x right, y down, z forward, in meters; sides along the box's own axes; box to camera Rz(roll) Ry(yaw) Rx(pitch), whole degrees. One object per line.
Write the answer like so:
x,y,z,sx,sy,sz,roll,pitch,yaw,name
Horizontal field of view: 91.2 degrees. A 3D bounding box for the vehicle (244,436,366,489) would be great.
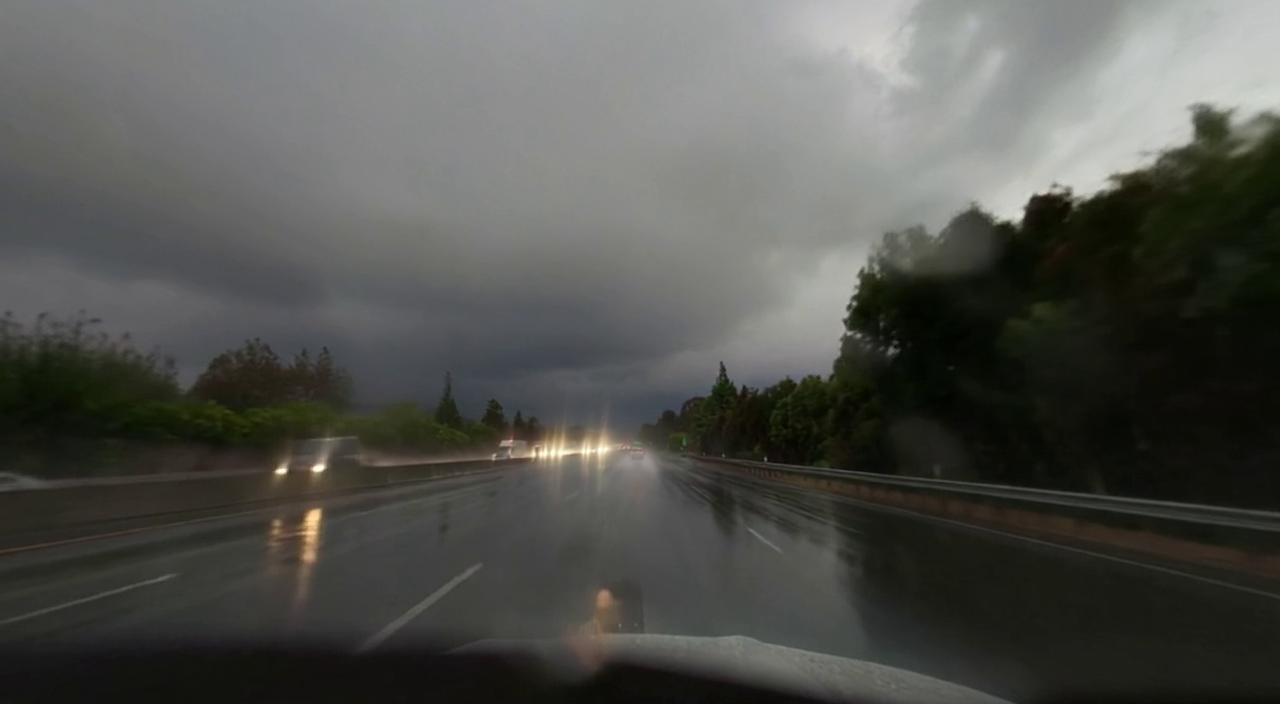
-15.655,5.193,29.848,2.429,2.218,6.111,0,-9,0,vehicle
